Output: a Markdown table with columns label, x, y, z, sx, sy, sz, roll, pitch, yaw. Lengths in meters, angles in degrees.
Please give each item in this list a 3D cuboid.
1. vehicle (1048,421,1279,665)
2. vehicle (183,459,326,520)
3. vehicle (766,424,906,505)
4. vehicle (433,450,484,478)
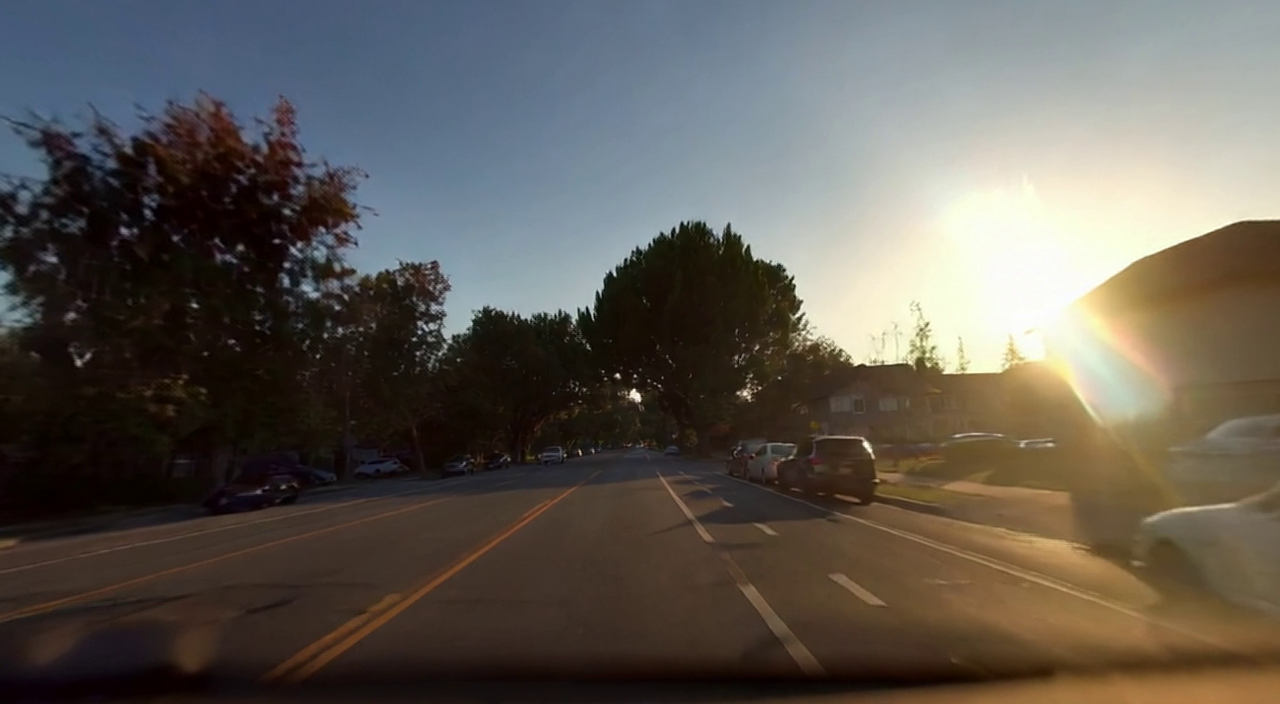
| label | x | y | z | sx | sy | sz | roll | pitch | yaw |
| --- | --- | --- | --- | --- | --- | --- | --- | --- | --- |
| vehicle | 4.917 | 1.113 | 3.531 | 2.031 | 1.473 | 4.784 | 0 | -9 | -1 |
| vehicle | -12.579 | 4.460 | 20.988 | 1.972 | 1.475 | 4.503 | -6 | -9 | -1 |
| vehicle | 4.626 | 2.746 | 15.787 | 1.919 | 1.698 | 4.747 | 0 | -9 | 0 |
| vehicle | -12.804 | 7.913 | 44.917 | 2.128 | 1.768 | 5.306 | 0 | -9 | 0 |
